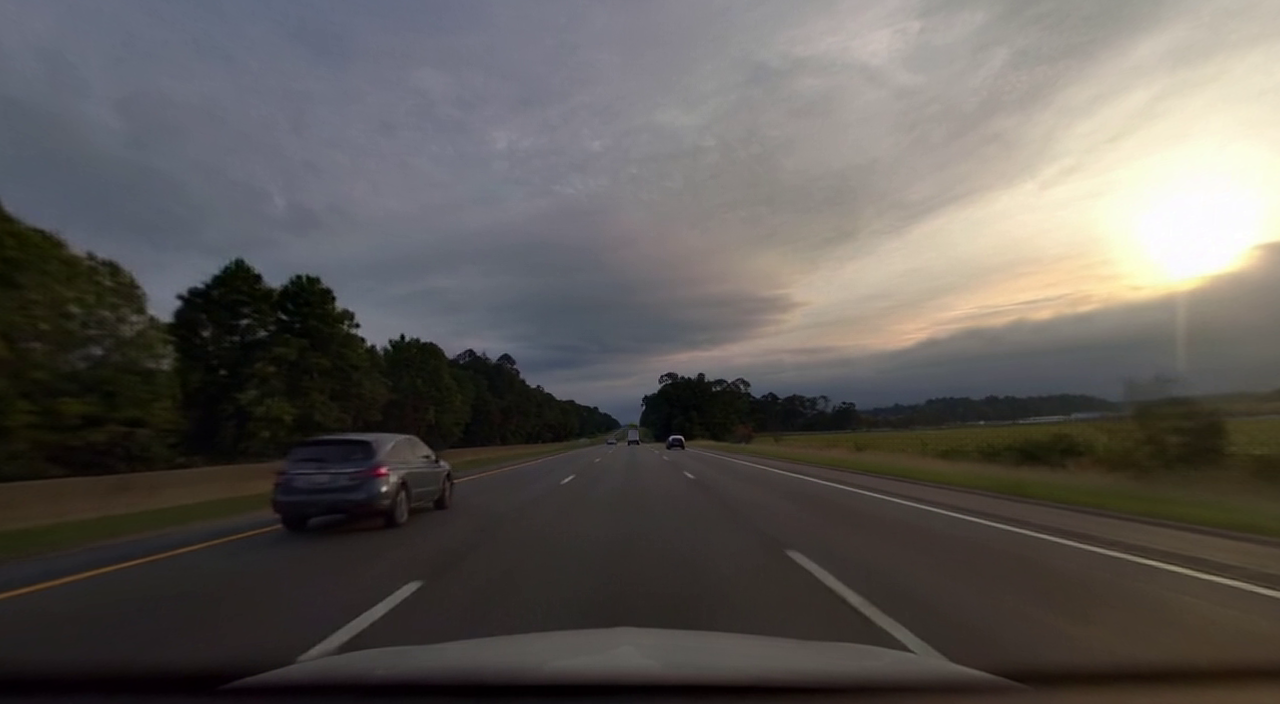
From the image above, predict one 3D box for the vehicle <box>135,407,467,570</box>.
[{"bbox_3d":[-4.149,1.725,8.824,2.185,1.677,4.390,0,-8,0],"label":"vehicle"}]
